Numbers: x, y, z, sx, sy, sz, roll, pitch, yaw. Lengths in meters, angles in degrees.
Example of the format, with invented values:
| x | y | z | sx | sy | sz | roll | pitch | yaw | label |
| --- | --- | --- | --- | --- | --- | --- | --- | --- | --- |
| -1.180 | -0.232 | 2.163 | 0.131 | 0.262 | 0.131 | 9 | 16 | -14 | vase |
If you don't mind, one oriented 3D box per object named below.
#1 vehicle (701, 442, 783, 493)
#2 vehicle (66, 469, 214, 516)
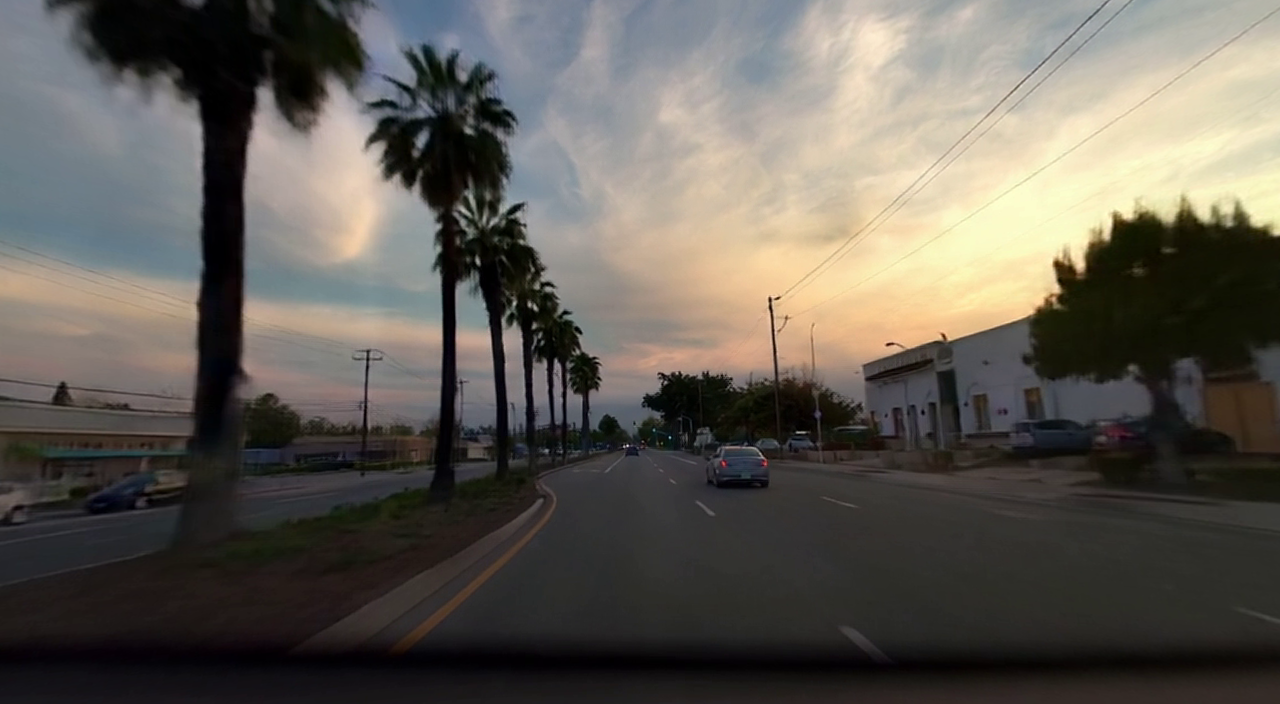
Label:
| x | y | z | sx | sy | sz | roll | pitch | yaw | label |
| --- | --- | --- | --- | --- | --- | --- | --- | --- | --- |
| 3.241 | 3.755 | 20.996 | 1.989 | 1.492 | 4.689 | 0 | -9 | 1 | vehicle |
| -19.149 | 5.364 | 24.550 | 1.897 | 1.482 | 4.707 | 0 | -9 | 0 | vehicle |
